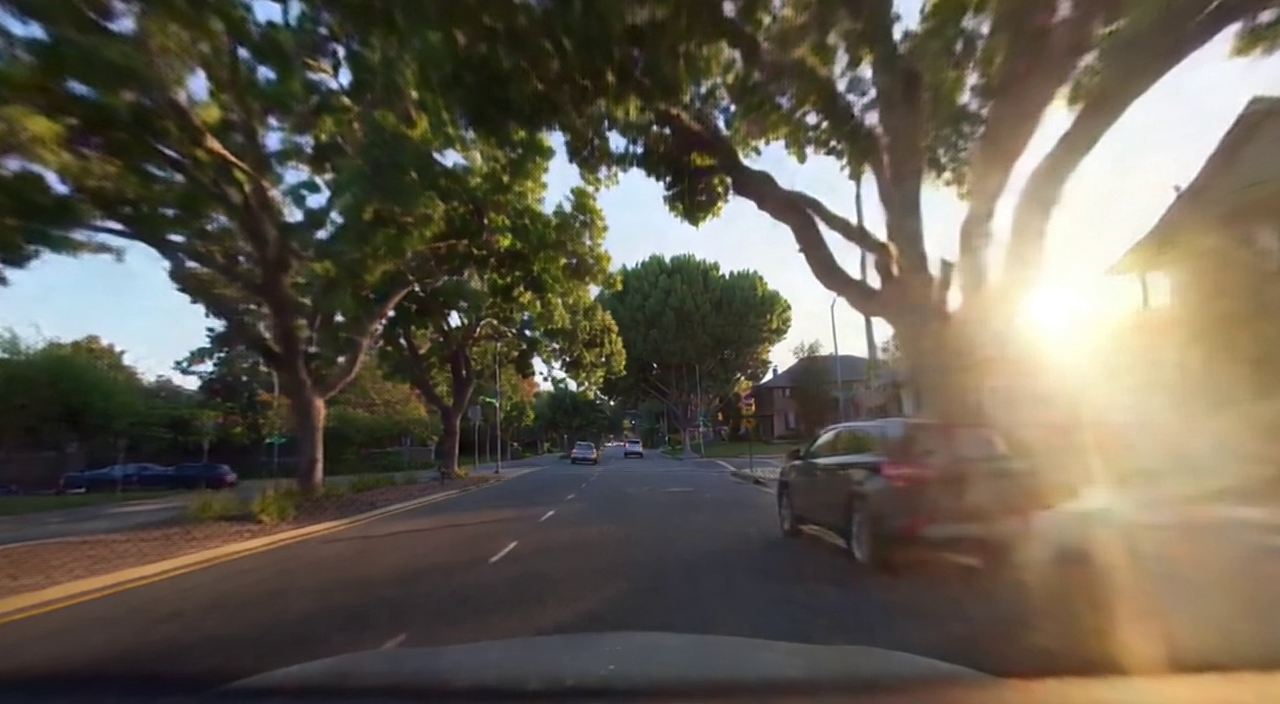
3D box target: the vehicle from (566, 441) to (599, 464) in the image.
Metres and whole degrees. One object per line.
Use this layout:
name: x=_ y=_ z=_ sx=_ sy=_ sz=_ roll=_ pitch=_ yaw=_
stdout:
vehicle: x=-4.294 y=7.584 z=47.766 sx=2.129 sy=1.668 sz=4.722 roll=0 pitch=-9 yaw=0

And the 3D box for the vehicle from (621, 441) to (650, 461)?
vehicle: x=-0.388 y=7.775 z=49.680 sx=2.142 sy=1.548 sz=4.273 roll=0 pitch=-9 yaw=-1

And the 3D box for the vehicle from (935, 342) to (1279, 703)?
vehicle: x=3.538 y=0.912 z=2.892 sx=2.113 sy=1.760 sz=4.432 roll=0 pitch=-9 yaw=-1
